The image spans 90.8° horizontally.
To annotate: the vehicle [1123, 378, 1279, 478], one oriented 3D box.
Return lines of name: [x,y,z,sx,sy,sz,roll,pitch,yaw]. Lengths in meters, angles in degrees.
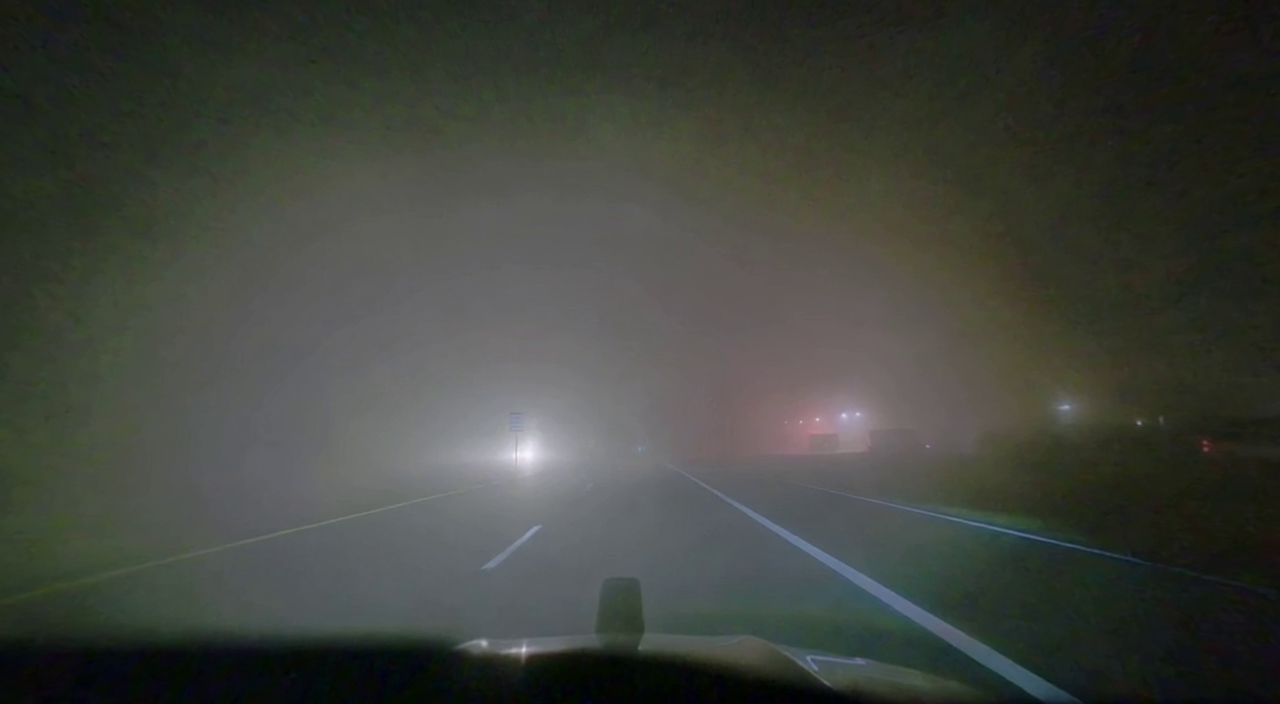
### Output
vehicle: [28.267,3.579,28.855,2.848,4.095,14.282,-1,-9,8]

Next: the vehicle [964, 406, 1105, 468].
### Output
vehicle: [30.287,6.768,49.709,2.914,4.132,13.954,-2,-8,4]
